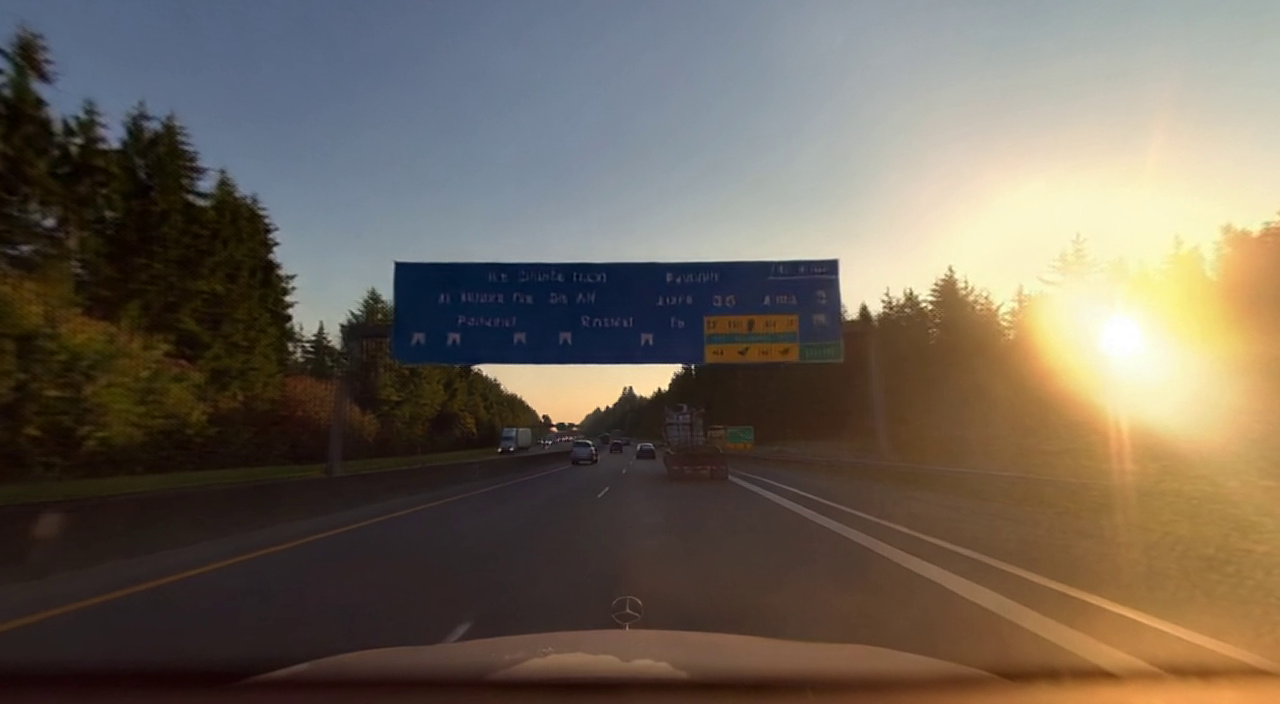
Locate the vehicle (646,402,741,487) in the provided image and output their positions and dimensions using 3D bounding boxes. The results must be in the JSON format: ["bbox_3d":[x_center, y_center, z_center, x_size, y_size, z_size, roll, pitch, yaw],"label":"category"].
[{"bbox_3d":[1.567,3.114,21.280,2.677,2.439,6.402,0,-8,0],"label":"vehicle"}]
